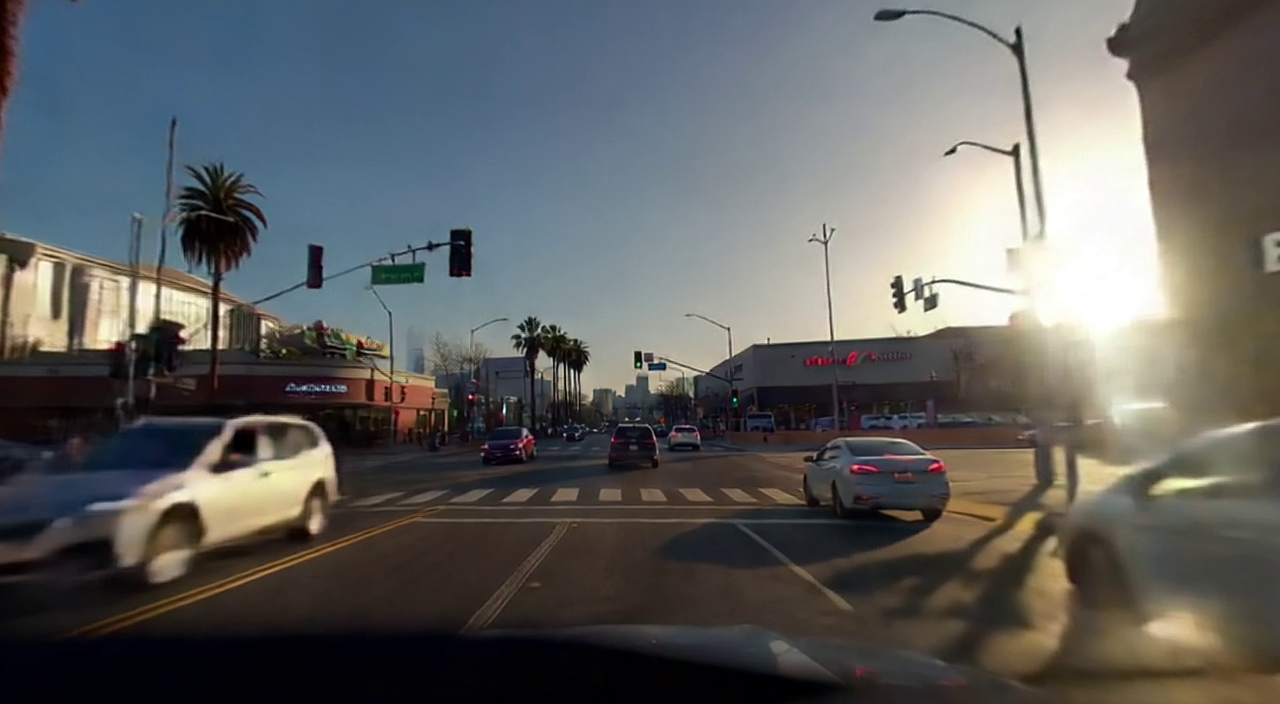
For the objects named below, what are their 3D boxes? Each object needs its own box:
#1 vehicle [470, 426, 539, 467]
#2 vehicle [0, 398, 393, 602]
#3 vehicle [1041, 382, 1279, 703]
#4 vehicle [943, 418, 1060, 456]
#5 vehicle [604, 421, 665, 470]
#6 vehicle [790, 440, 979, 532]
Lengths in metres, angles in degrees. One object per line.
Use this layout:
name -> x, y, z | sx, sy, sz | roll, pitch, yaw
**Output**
vehicle -> -5.954, 4.230, 28.318 | 2.040, 1.670, 4.508 | 0, -8, 0
vehicle -> -5.322, 1.693, 8.206 | 2.324, 1.808, 4.946 | 0, -8, -1
vehicle -> 4.405, 0.980, 3.079 | 2.070, 1.711, 4.480 | -1, -8, 3
vehicle -> 17.030, 4.040, 29.932 | 4.304, 1.685, 1.947 | 0, -8, 1
vehicle -> -0.253, 3.833, 25.962 | 2.264, 1.798, 4.531 | 0, -8, -1
vehicle -> 4.488, 2.509, 12.544 | 1.963, 1.449, 4.653 | 0, -8, 1
